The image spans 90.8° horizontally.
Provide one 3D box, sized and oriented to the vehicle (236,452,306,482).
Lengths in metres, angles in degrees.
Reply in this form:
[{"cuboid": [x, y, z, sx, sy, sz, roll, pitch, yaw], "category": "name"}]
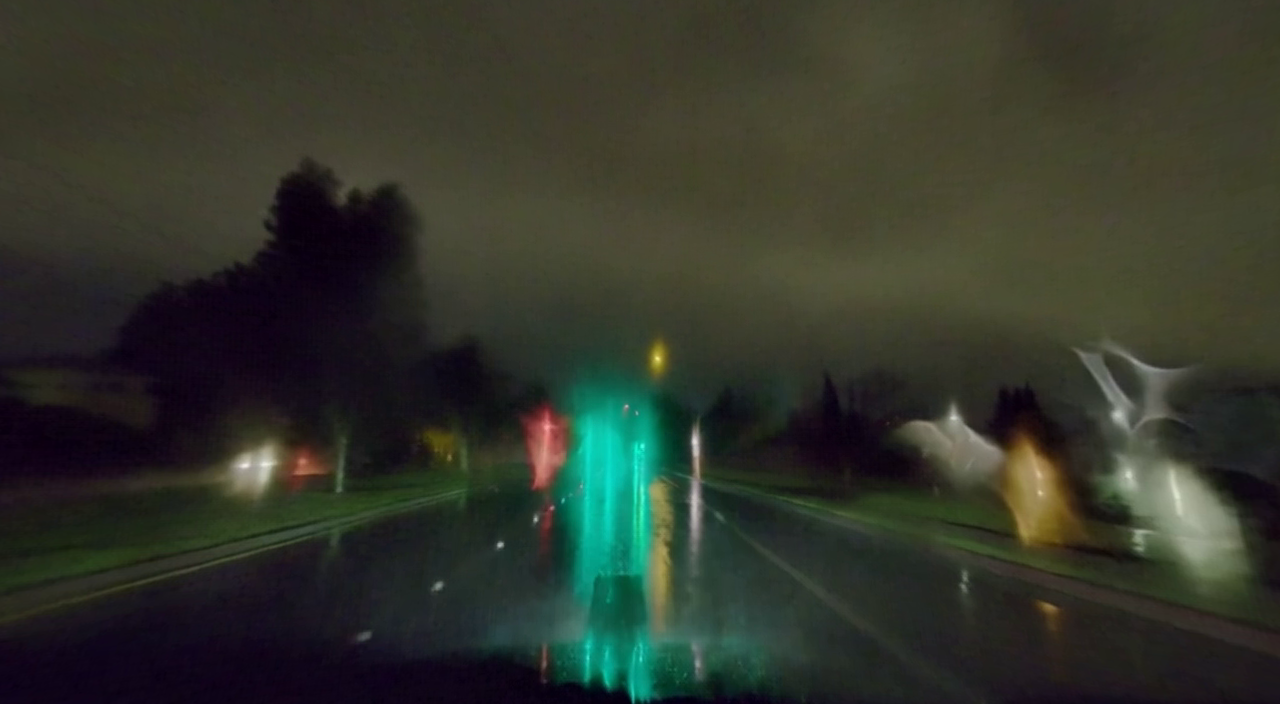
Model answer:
[{"cuboid": [-22.674, 7.079, 39.058, 1.891, 1.718, 4.251, 0, -9, -3], "category": "vehicle"}]
